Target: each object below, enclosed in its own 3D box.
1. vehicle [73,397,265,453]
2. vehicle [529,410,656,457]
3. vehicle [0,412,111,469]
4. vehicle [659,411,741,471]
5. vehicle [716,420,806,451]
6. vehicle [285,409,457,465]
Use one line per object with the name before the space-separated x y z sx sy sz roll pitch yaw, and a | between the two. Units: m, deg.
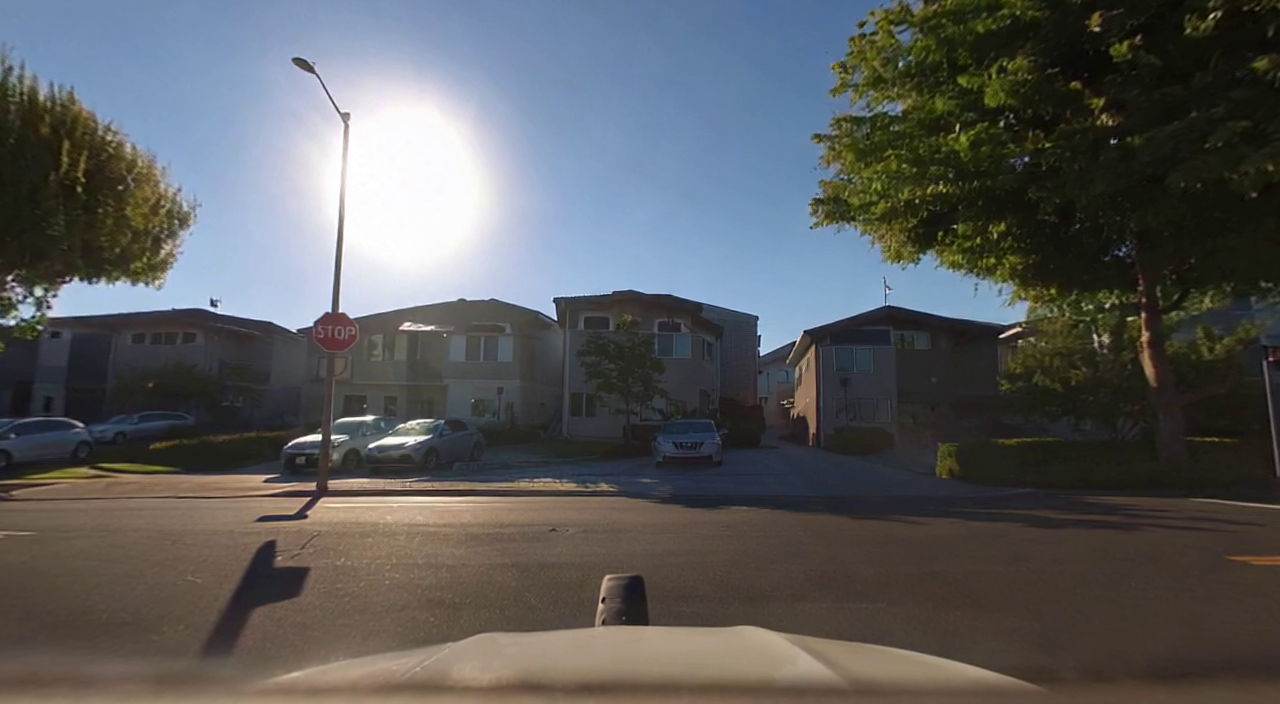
vehicle | -28.403 4.508 38.133 9.384 3.230 2.928 0 -9 3
vehicle | -2.010 3.761 28.510 2.267 1.920 5.798 -7 -11 40
vehicle | -23.453 3.292 23.360 5.418 1.994 2.233 0 -8 -1
vehicle | 2.051 3.336 23.436 2.305 1.962 5.685 0 -8 -2
vehicle | 7.373 5.142 38.537 5.004 1.797 1.946 -5 -10 31
vehicle | -8.767 2.821 20.839 4.778 1.753 1.959 0 -9 -2
